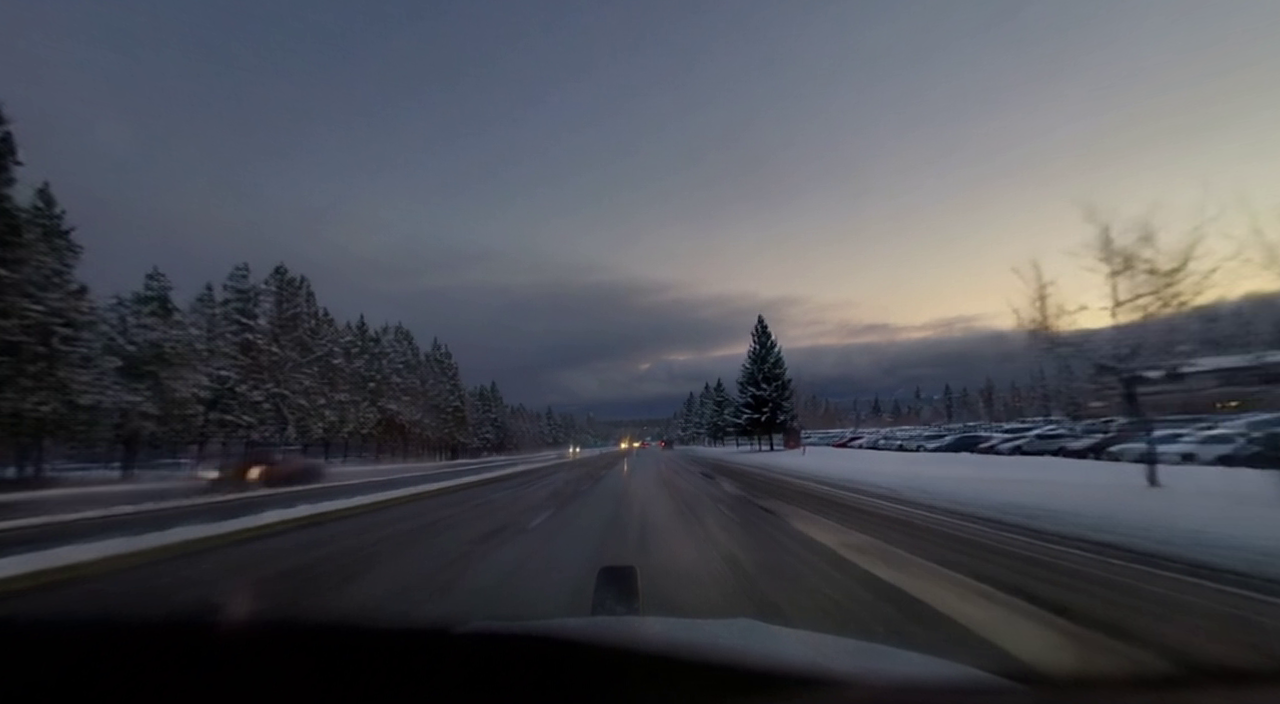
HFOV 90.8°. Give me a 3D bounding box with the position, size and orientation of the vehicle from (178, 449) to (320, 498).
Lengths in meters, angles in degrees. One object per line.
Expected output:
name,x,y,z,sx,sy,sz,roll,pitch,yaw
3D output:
vehicle,-13.226,4.106,21.781,1.863,1.456,4.579,0,-8,1
